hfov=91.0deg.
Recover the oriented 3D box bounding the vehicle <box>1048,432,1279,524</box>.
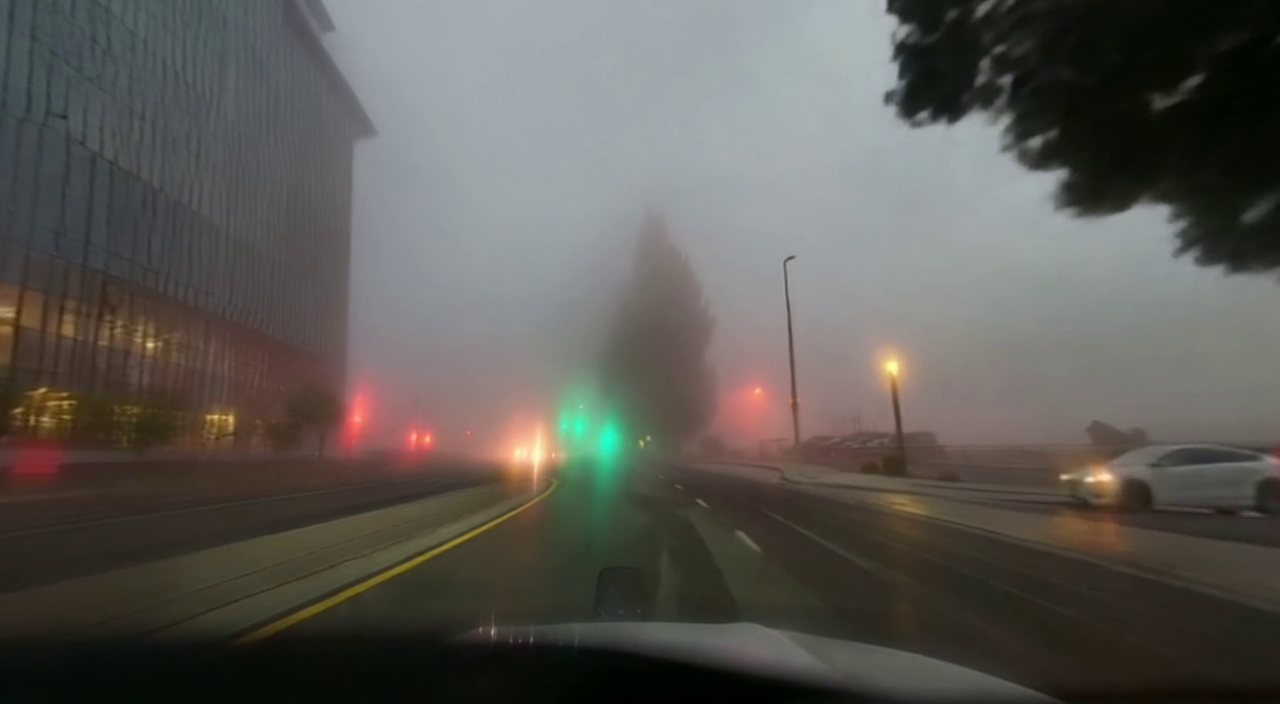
[{"bbox_3d":[11.574,2.556,13.031,4.728,1.696,1.973,-1,-9,7],"label":"vehicle"}]
